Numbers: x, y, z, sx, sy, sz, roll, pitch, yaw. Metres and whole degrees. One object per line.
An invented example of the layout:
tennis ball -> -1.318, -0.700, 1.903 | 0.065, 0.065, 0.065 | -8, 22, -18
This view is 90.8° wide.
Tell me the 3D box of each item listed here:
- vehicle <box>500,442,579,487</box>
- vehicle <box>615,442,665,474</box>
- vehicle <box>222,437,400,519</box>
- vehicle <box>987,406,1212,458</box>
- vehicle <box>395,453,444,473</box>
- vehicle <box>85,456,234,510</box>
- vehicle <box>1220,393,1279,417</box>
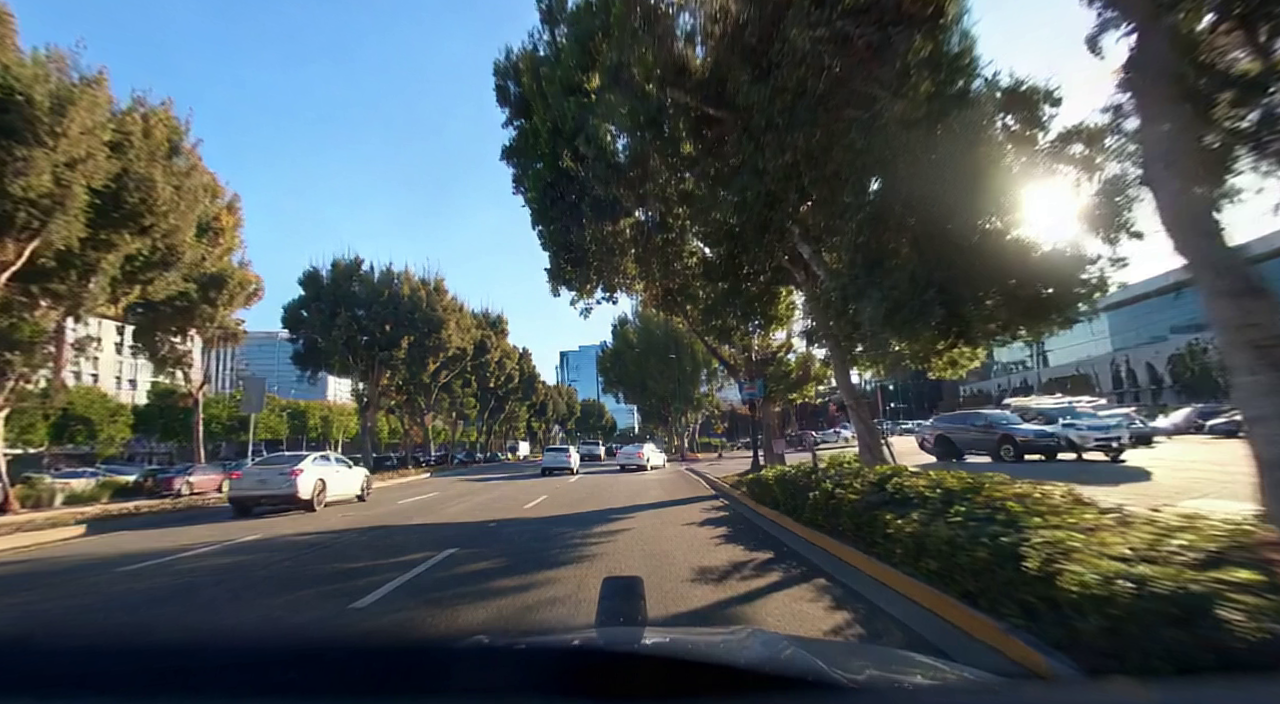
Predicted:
vehicle -> -3.657, 4.191, 23.901 | 2.235, 1.500, 4.420 | 0, -8, 0
vehicle -> 0.097, 5.383, 32.370 | 2.208, 1.513, 4.504 | -1, -8, 5
vehicle -> -7.880, 3.025, 15.770 | 2.054, 1.744, 4.422 | 0, -8, 0
vehicle -> 13.544, 2.422, 18.915 | 4.959, 1.455, 2.203 | 0, -9, 1
vehicle -> -17.090, 8.586, 49.188 | 1.981, 1.431, 4.862 | 0, -8, 1
vehicle -> -17.111, 4.639, 22.837 | 1.874, 1.626, 4.447 | 0, -8, -1
vehicle -> 48.520, 4.154, 49.260 | 1.786, 1.645, 4.272 | 3, -10, -25
